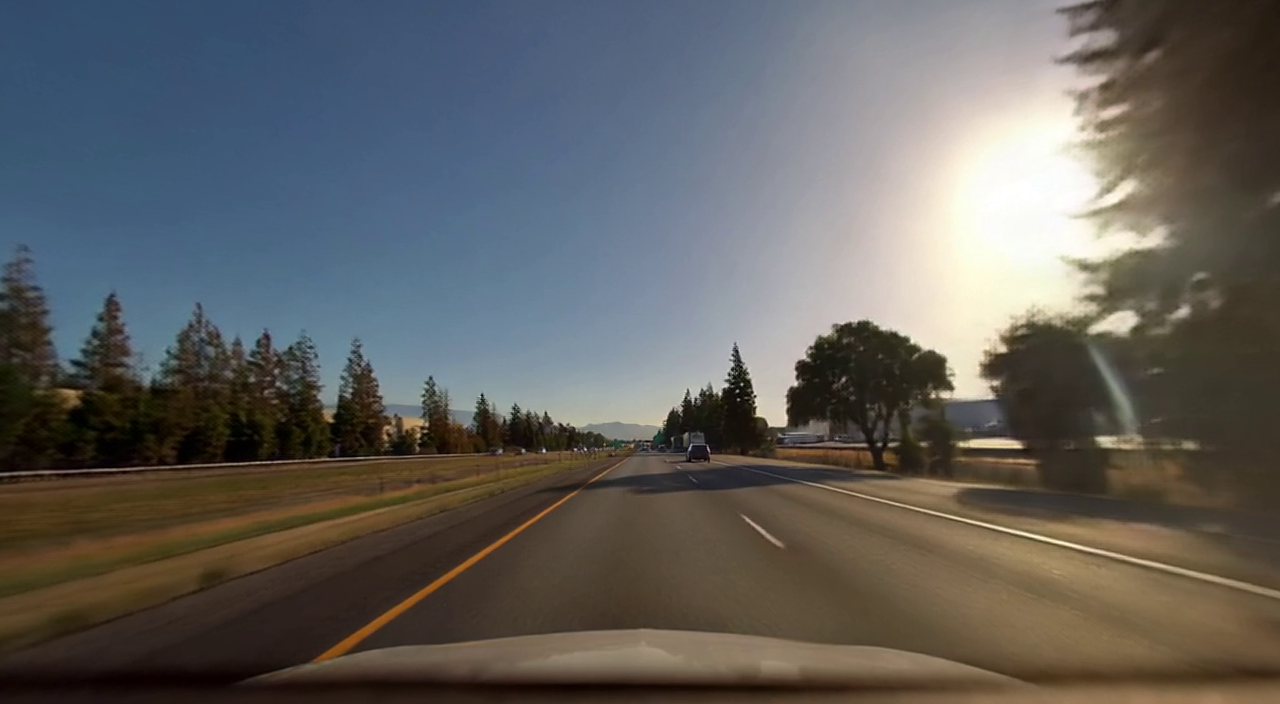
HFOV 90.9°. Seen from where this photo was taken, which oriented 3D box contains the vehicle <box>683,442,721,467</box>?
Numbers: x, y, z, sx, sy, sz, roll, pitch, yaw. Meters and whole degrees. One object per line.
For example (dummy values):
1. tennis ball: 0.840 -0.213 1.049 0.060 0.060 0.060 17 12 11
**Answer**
1. vehicle: 4.002 6.645 41.232 2.062 1.518 4.026 0 -8 -1
